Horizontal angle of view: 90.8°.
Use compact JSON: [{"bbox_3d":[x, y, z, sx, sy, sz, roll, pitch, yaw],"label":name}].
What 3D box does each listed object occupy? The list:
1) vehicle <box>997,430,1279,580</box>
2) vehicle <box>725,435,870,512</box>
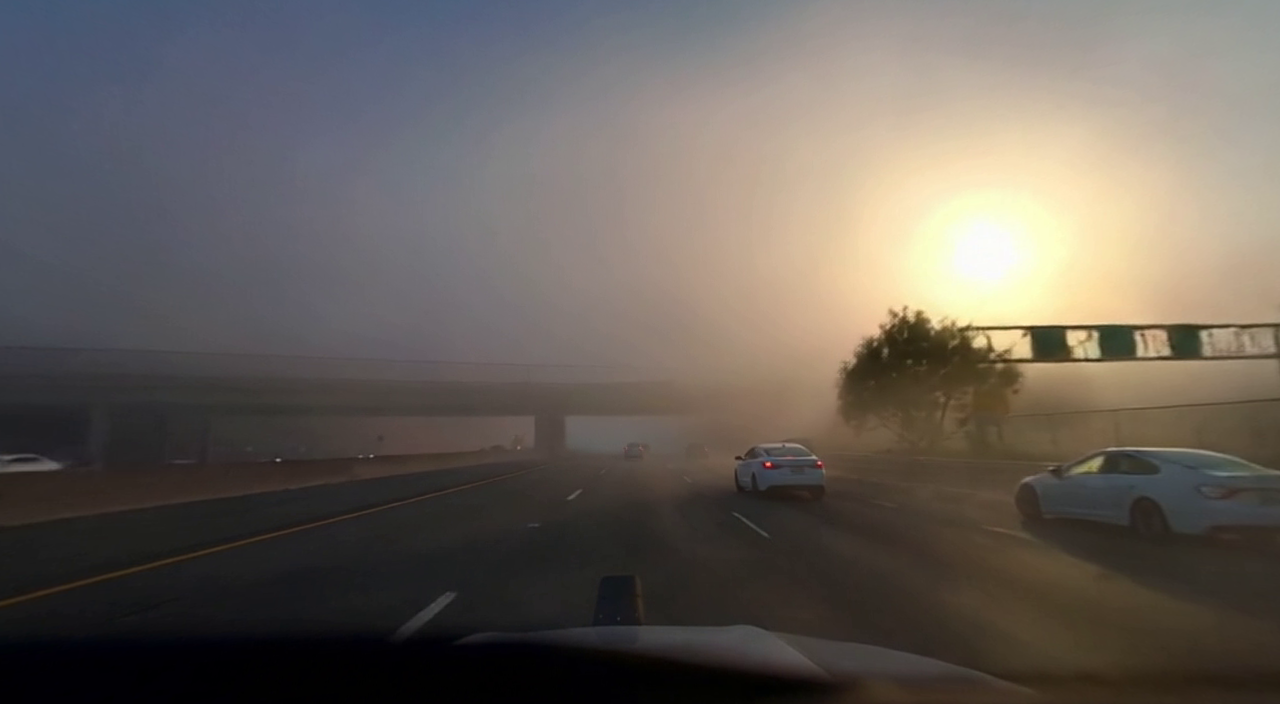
[{"bbox_3d":[7.248,1.885,8.702,1.946,1.497,4.467,0,-9,-1],"label":"vehicle"},{"bbox_3d":[3.374,2.716,14.616,2.076,1.472,4.562,0,-8,-1],"label":"vehicle"}]
